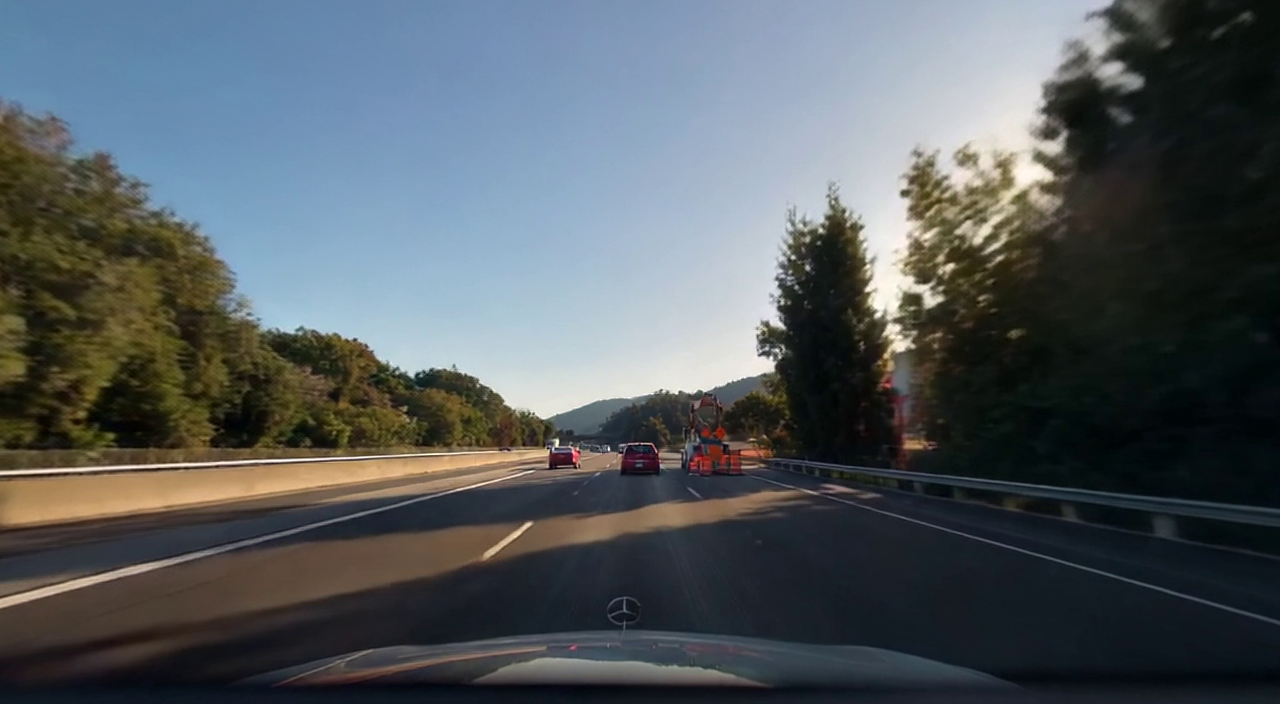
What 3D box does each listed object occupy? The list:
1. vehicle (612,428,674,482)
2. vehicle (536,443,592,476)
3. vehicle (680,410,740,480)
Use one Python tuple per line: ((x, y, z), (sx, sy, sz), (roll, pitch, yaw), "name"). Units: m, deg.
((0.118, 4.183, 25.868), (2.308, 1.993, 4.631), (0, -8, 0), "vehicle")
((-3.613, 5.201, 30.780), (2.096, 1.469, 4.319), (0, -8, 1), "vehicle")
((4.143, 5.798, 39.515), (2.793, 3.828, 9.580), (0, -8, 1), "vehicle")
